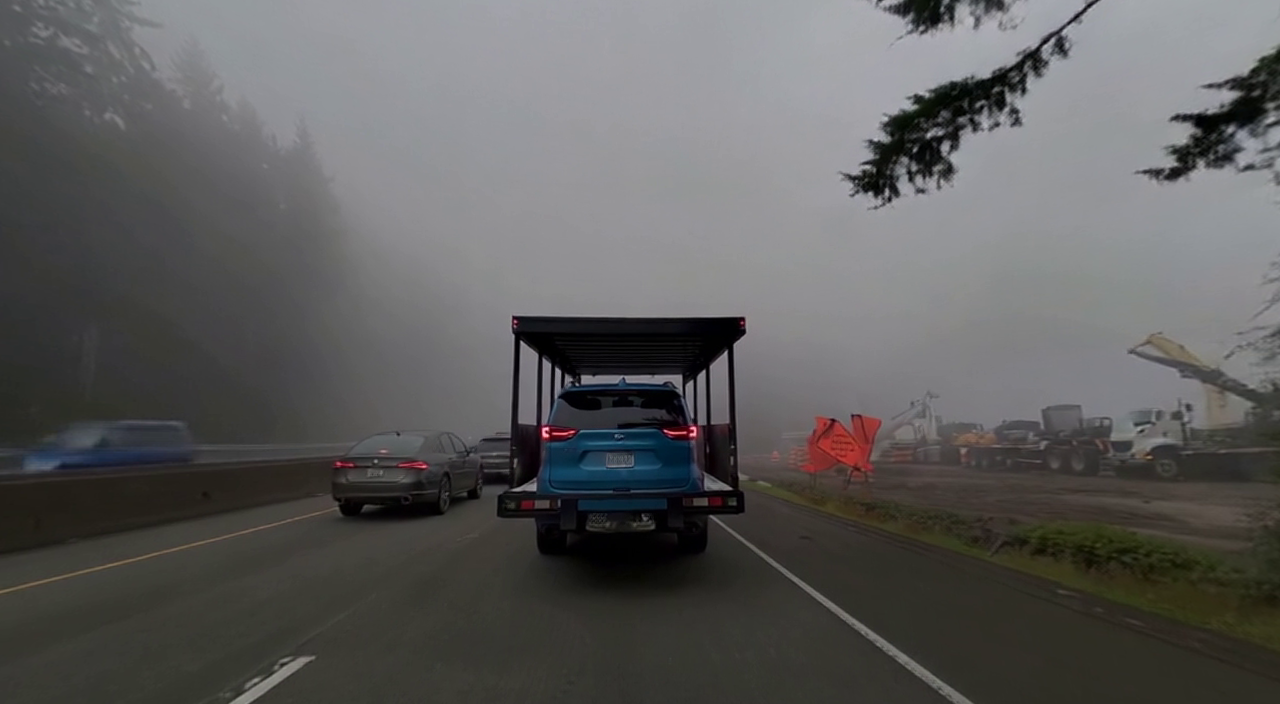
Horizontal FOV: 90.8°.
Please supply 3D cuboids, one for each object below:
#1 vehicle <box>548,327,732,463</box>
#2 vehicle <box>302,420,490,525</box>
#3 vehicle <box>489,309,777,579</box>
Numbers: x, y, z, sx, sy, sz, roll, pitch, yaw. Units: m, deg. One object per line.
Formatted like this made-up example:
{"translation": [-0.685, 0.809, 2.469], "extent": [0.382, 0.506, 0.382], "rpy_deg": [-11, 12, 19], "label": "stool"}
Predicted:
{"translation": [-0.114, 0.850, 9.821], "extent": [2.156, 1.604, 4.680], "rpy_deg": [0, -9, -3], "label": "vehicle"}
{"translation": [-4.465, 2.280, 12.506], "extent": [2.057, 1.665, 4.572], "rpy_deg": [0, -9, -2], "label": "vehicle"}
{"translation": [-0.266, 1.643, 11.363], "extent": [2.735, 2.597, 10.435], "rpy_deg": [0, -9, -2], "label": "vehicle"}
